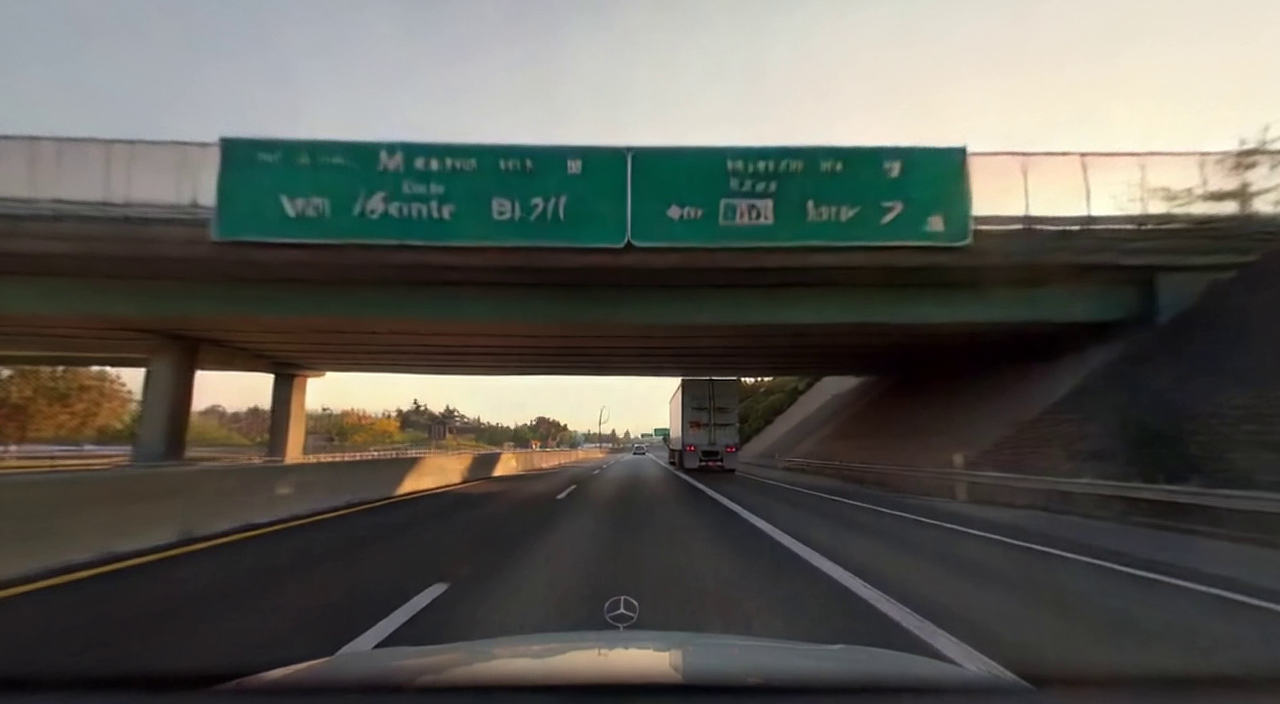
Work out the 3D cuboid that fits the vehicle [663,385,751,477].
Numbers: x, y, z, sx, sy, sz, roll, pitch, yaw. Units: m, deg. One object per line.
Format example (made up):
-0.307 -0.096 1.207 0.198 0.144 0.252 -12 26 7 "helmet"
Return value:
3.218 4.594 35.081 3.244 4.020 14.561 0 -9 0 "vehicle"
